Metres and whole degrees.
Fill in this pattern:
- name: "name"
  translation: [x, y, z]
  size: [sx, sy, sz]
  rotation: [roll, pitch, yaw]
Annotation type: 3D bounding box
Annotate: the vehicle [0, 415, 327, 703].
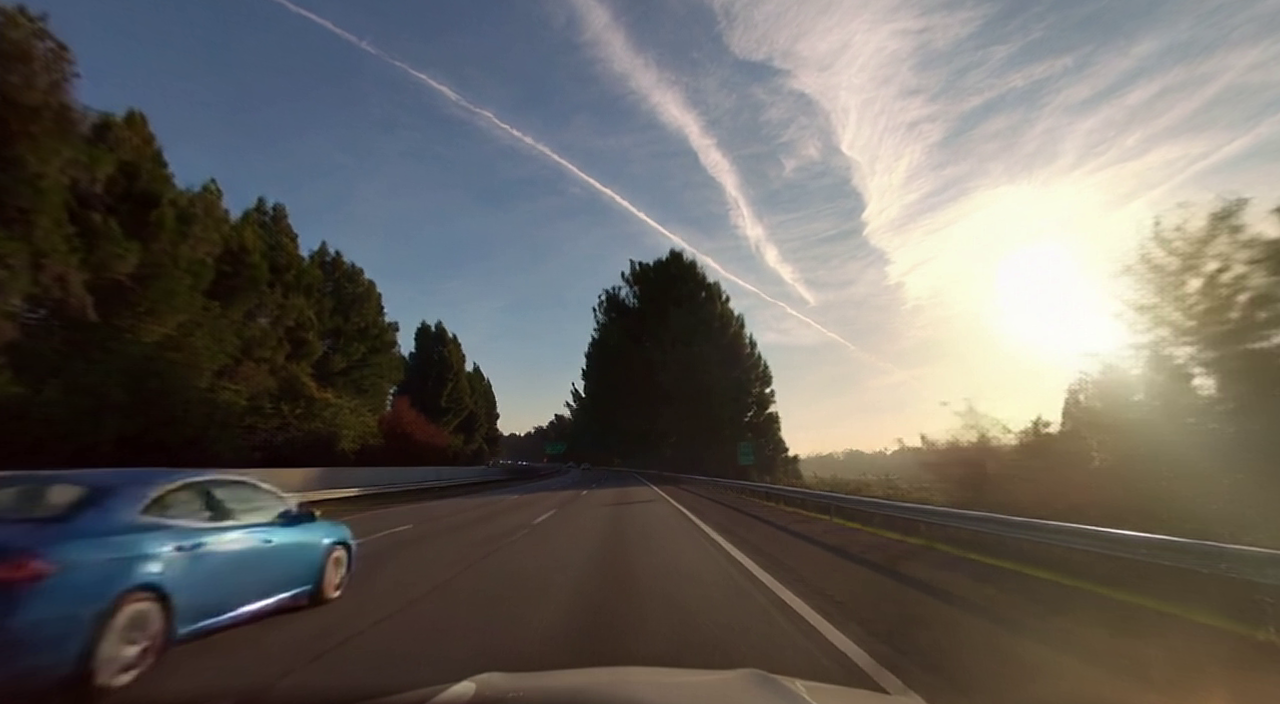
- name: "vehicle"
  translation: [-3.724, 1.151, 3.457]
  size: [2.040, 1.465, 3.744]
  rotation: [1, -11, 0]
